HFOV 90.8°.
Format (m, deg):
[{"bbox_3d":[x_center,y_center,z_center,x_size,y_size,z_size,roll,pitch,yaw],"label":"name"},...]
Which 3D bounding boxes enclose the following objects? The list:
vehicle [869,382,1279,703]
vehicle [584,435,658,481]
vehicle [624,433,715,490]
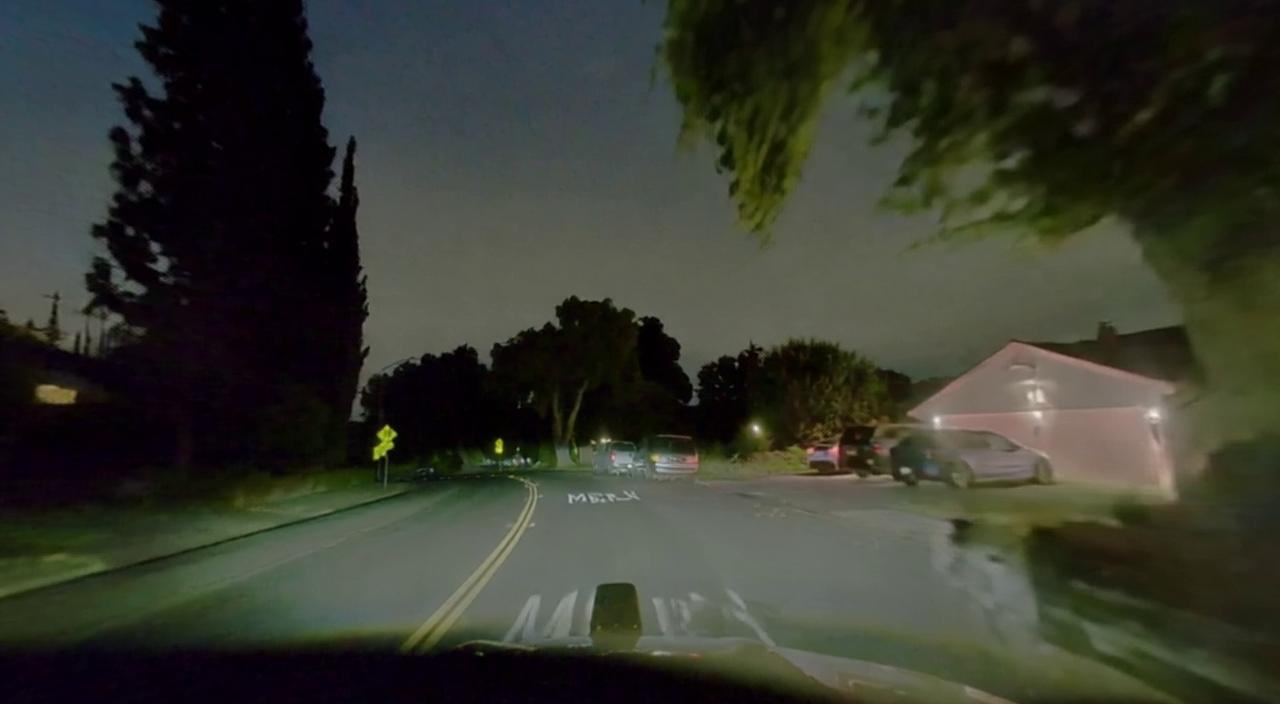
[{"bbox_3d":[2.931,0.901,2.264,2.181,1.494,5.023,0,-8,-2],"label":"vehicle"},{"bbox_3d":[-1.011,4.707,28.516,2.180,1.849,5.423,2,-9,-14],"label":"vehicle"},{"bbox_3d":[0.832,3.597,21.190,1.965,1.663,4.744,1,-8,-11],"label":"vehicle"}]
